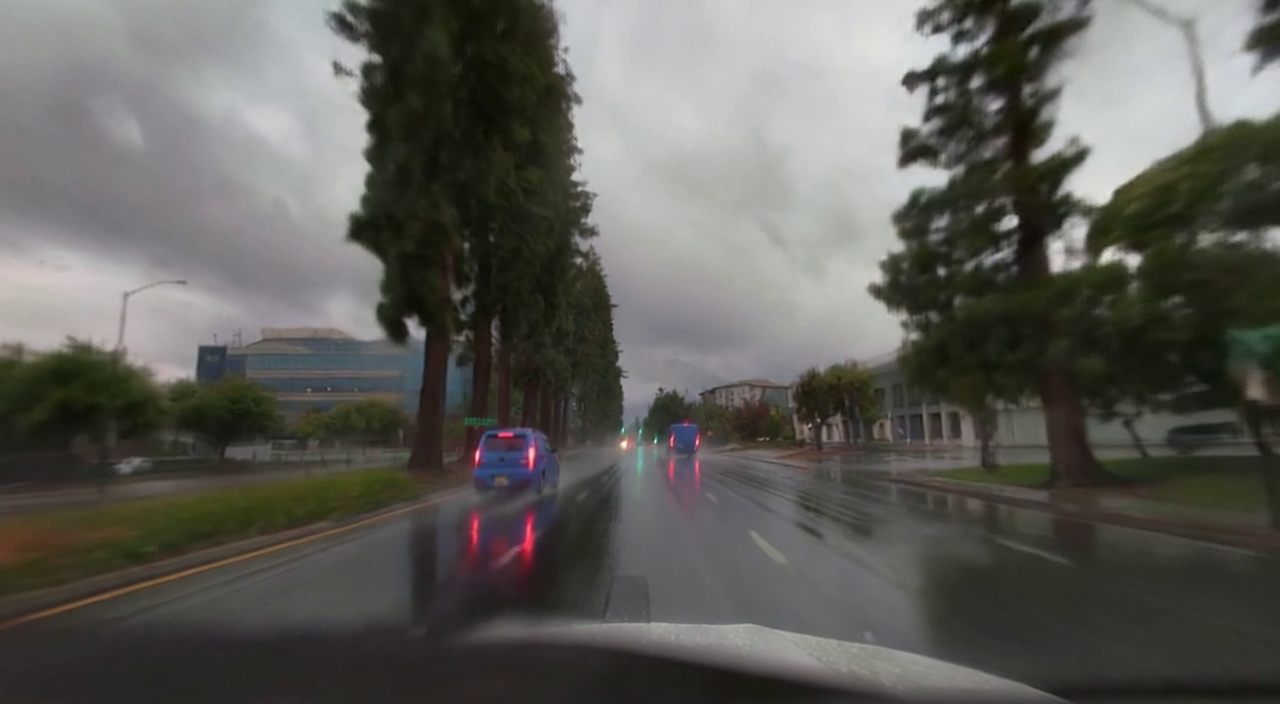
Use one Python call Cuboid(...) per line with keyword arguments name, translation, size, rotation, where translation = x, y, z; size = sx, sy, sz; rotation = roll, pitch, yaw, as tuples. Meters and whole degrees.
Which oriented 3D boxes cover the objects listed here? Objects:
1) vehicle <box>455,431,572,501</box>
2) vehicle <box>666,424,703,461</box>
Cuboid(name="vehicle", translation=(-3.176, 2.973, 16.877), size=(2.129, 1.602, 4.532), rotation=(0, -8, 1))
Cuboid(name="vehicle", translation=(3.349, 7.044, 48.762), size=(2.349, 2.671, 5.744), rotation=(0, -8, -1))
